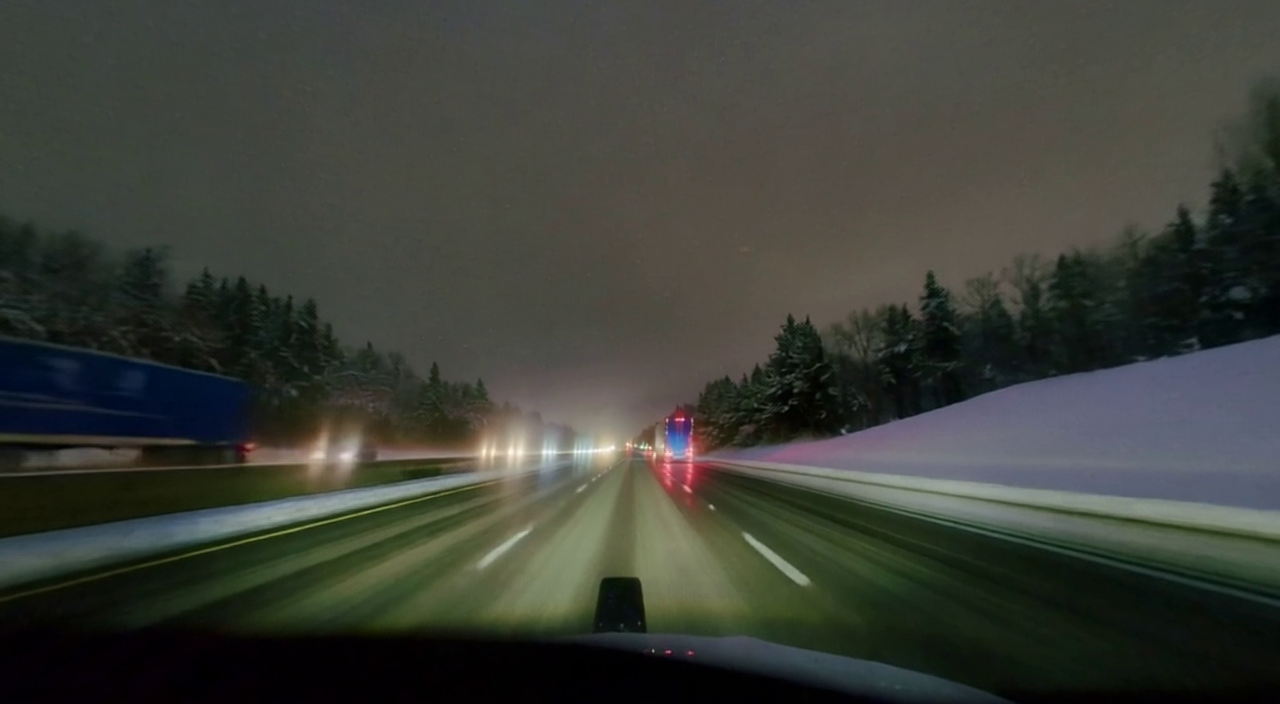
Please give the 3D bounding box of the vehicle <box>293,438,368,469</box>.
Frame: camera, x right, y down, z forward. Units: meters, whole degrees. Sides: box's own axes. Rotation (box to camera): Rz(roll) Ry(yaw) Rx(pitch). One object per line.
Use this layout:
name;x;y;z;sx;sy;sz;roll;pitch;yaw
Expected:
vehicle;-15.777;5.206;32.315;1.836;1.465;4.012;0;-9;-1

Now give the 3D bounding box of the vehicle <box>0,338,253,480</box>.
vehicle;-19.994;2.409;23.031;2.891;4.057;14.014;0;-9;0
